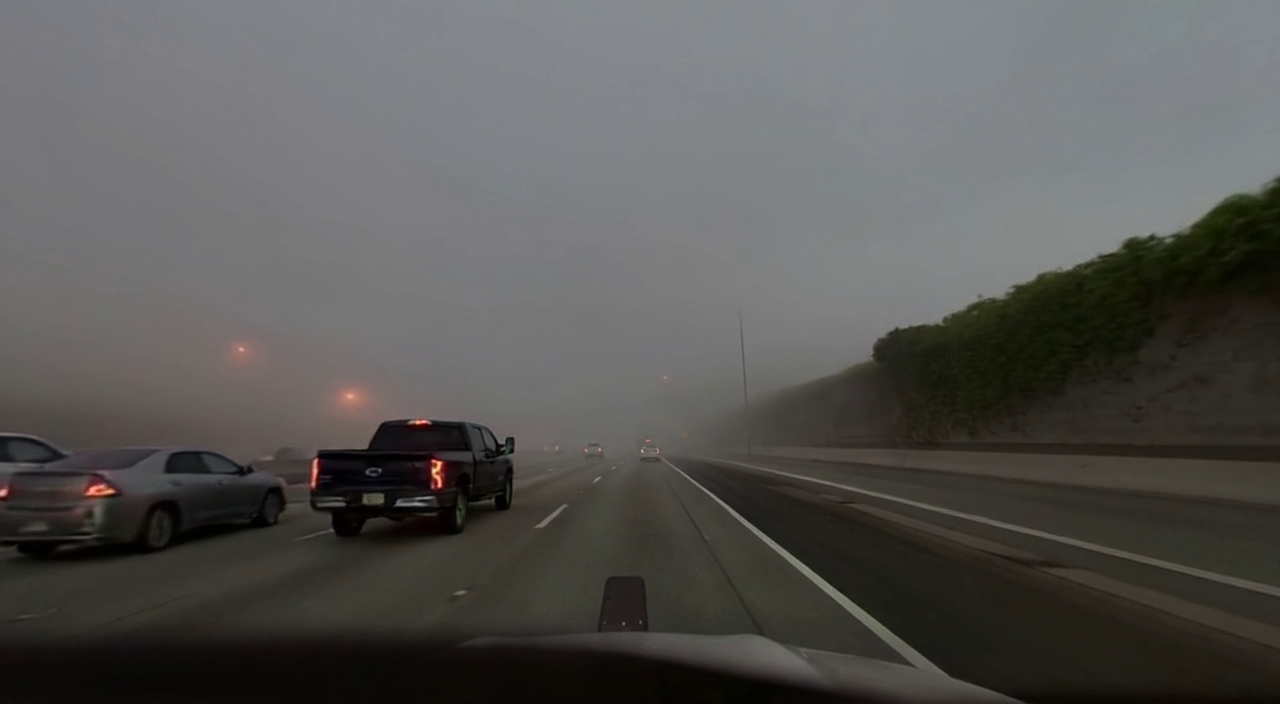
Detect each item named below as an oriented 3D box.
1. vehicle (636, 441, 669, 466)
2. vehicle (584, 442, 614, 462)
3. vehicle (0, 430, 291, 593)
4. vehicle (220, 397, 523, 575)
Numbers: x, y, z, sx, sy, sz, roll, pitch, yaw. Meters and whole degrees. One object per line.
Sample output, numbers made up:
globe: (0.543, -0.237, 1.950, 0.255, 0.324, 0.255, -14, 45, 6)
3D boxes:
vehicle: (0.779, 6.613, 41.346, 2.073, 1.480, 4.343, 0, -8, 0)
vehicle: (-3.165, 7.901, 49.865, 2.056, 1.480, 4.022, -1, -8, 1)
vehicle: (-6.630, 1.787, 8.007, 1.887, 1.475, 4.316, -1, -8, 1)
vehicle: (-3.191, 1.720, 8.922, 2.124, 1.787, 4.830, -1, -8, 0)
